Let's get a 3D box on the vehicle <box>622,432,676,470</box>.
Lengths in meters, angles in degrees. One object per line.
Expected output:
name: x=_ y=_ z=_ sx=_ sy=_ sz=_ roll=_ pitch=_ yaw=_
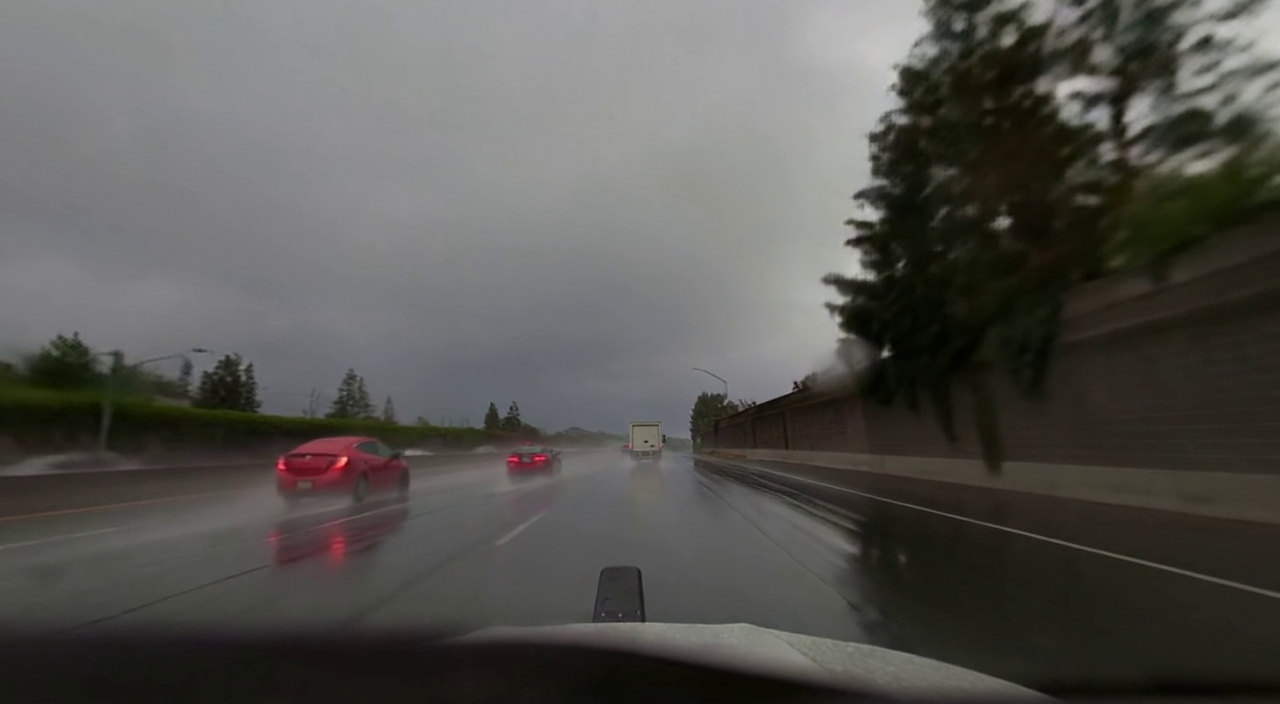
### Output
vehicle: x=0.452 y=5.677 z=36.155 sx=2.856 sy=1.994 sz=4.931 roll=0 pitch=-9 yaw=-1

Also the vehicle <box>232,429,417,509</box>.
vehicle: x=-7.563 y=2.844 z=15.796 sx=2.189 sy=1.673 sz=4.699 roll=0 pitch=-9 yaw=0

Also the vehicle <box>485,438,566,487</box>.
vehicle: x=-3.872 y=3.824 z=22.107 sx=2.000 sy=1.512 sz=4.371 roll=0 pitch=-9 yaw=0
